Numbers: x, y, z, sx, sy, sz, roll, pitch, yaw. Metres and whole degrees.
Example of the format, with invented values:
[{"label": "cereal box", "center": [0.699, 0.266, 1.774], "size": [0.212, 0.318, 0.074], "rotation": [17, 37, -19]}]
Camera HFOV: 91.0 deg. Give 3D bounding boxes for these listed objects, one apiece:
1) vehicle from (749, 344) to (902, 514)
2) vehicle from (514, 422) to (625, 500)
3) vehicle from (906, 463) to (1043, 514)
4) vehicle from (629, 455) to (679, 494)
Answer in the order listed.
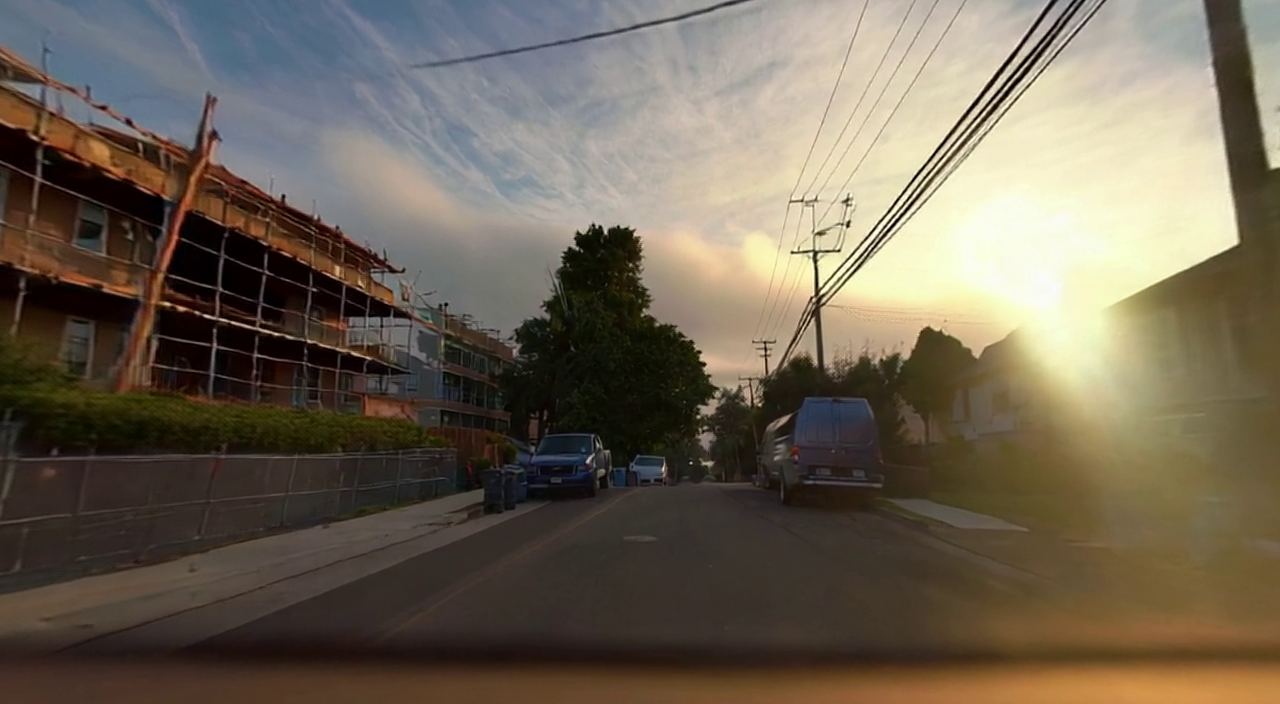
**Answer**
[{"label": "vehicle", "center": [5.008, 2.585, 19.215], "size": [2.915, 3.793, 9.963], "rotation": [0, -10, 7]}, {"label": "vehicle", "center": [-1.978, 3.193, 19.260], "size": [2.171, 1.910, 4.789], "rotation": [-2, -5, 9]}, {"label": "vehicle", "center": [15.590, 6.359, 29.659], "size": [5.321, 1.857, 1.976], "rotation": [-1, -4, 15]}, {"label": "vehicle", "center": [0.916, 6.864, 35.667], "size": [2.257, 1.916, 5.089], "rotation": [-1, -9, 8]}]
